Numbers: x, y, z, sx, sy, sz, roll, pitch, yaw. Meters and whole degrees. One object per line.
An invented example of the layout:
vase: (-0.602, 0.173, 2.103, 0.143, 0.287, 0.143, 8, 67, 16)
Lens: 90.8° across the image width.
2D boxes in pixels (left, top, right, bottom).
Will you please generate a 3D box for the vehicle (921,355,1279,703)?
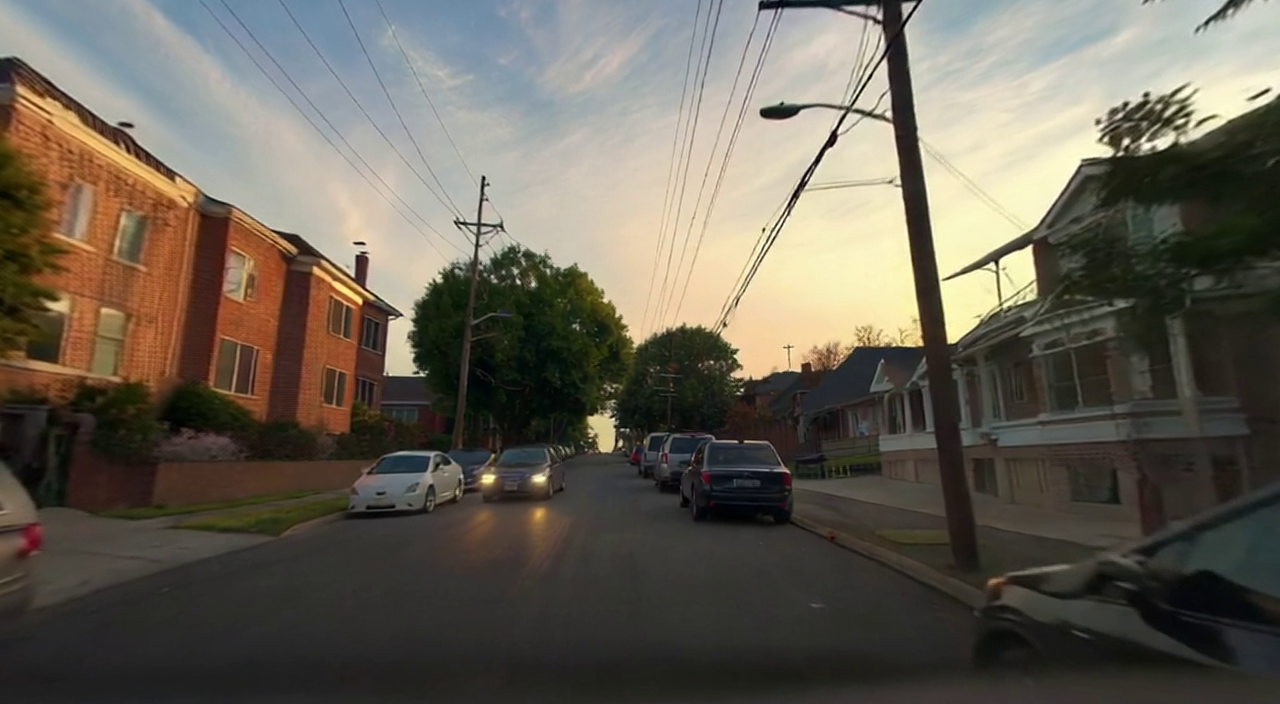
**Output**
vehicle: (2.282, 0.639, 0.240, 2.034, 1.530, 4.790, 1, -8, -2)

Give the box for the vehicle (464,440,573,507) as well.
vehicle: (-3.061, 3.180, 17.112, 2.060, 1.525, 4.876, 0, -8, -1)

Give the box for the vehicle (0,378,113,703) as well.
vehicle: (-4.619, 0.851, 1.912, 2.110, 1.875, 4.603, 0, -8, -2)

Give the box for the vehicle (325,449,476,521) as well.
vehicle: (-5.489, 3.069, 15.161, 1.932, 1.431, 4.198, 0, -8, 1)

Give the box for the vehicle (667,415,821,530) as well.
vehicle: (1.801, 2.303, 12.645, 2.032, 1.839, 4.597, 1, -8, -4)
